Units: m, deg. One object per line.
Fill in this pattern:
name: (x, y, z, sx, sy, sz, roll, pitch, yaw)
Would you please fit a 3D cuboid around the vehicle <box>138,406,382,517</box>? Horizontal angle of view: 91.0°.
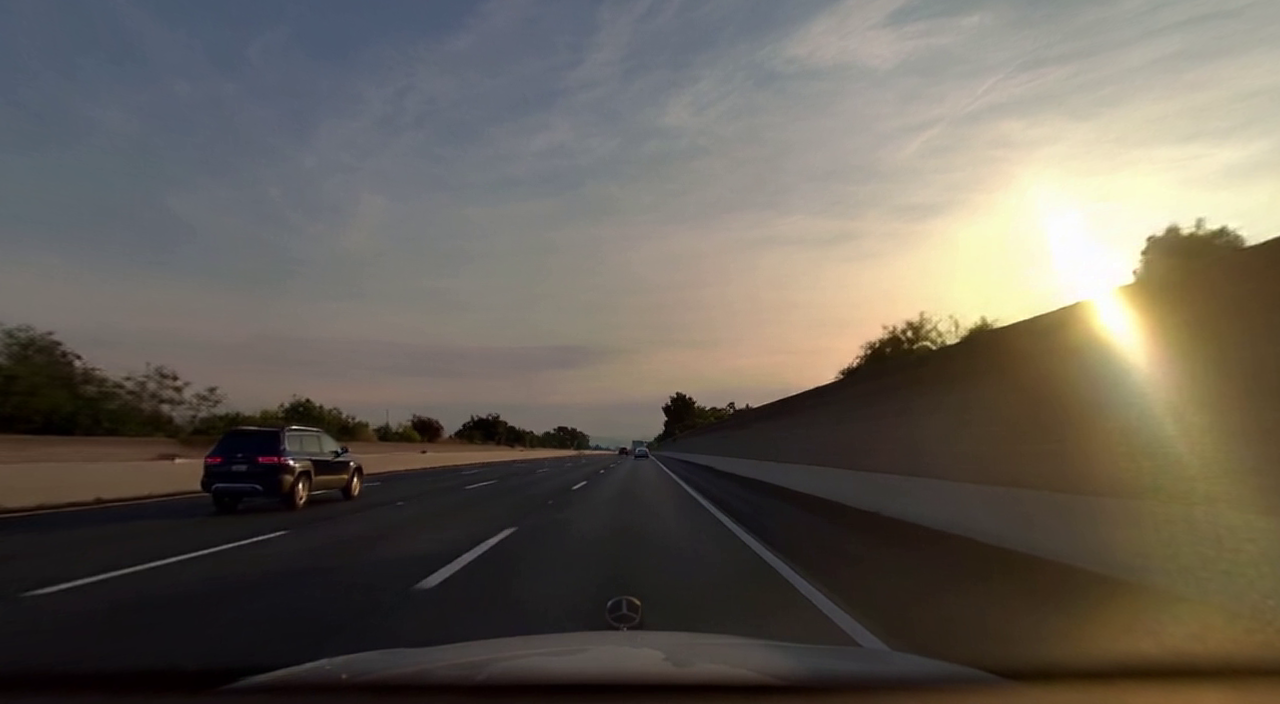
vehicle: (-7.833, 2.327, 13.787, 2.163, 1.947, 4.959, 0, -9, 1)
